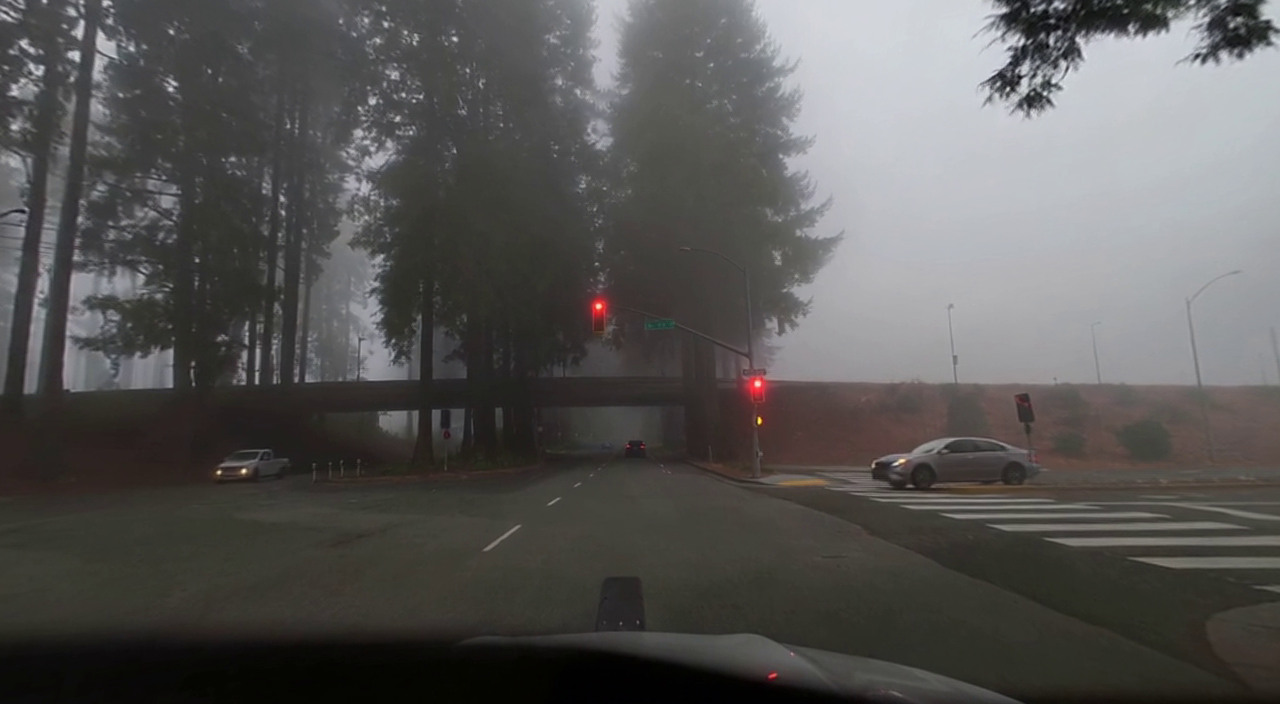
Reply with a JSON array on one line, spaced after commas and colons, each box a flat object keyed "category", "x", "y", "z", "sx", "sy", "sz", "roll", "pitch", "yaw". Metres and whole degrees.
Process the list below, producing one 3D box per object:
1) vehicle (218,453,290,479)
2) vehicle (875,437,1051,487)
[{"category": "vehicle", "x": -23.945, "y": 7.059, "z": 39.382, "sx": 1.834, "sy": 1.482, "sz": 4.310, "roll": 0, "pitch": -9, "yaw": 0}, {"category": "vehicle", "x": 10.191, "y": 3.467, "z": 20.094, "sx": 4.691, "sy": 1.466, "sz": 1.800, "roll": 1, "pitch": -9, "yaw": -7}]
